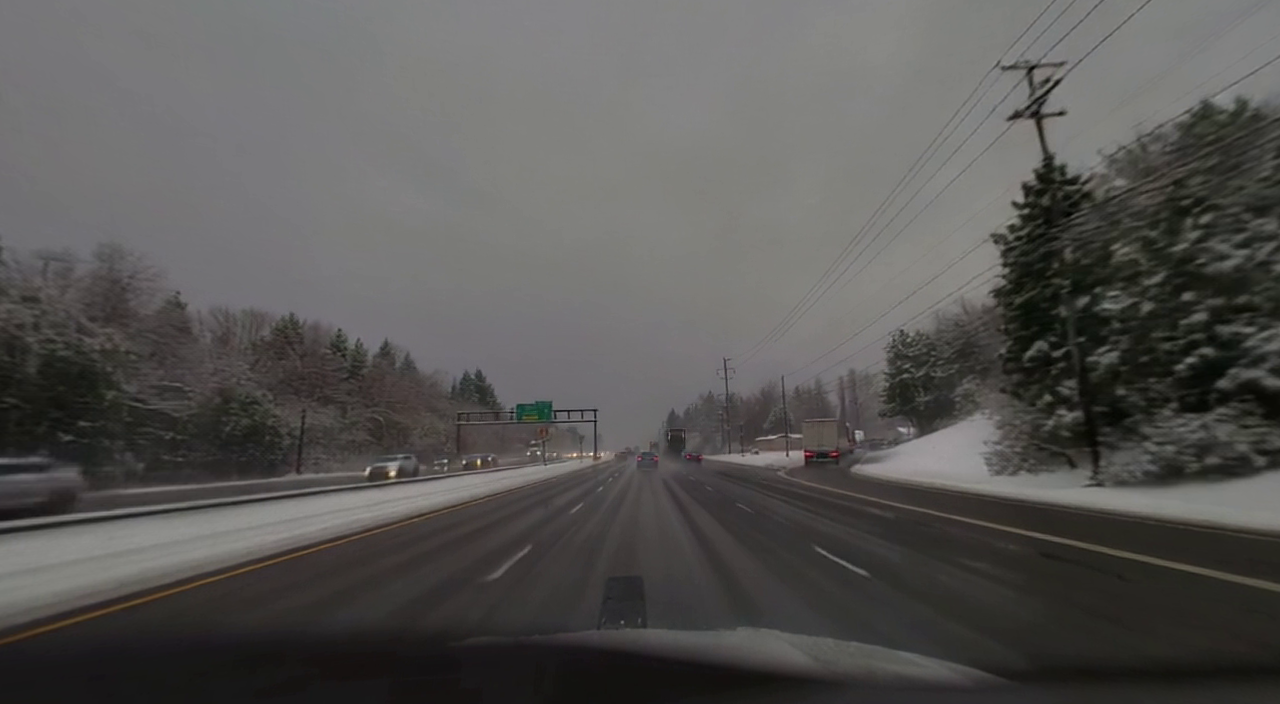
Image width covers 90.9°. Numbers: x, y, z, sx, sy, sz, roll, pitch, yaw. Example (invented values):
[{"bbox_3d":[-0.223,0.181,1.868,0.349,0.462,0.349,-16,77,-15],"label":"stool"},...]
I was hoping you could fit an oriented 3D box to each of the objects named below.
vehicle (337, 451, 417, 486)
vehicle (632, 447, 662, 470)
[{"bbox_3d":[-11.909,5.267,28.809,1.801,1.424,4.135,0,-9,1],"label":"vehicle"},{"bbox_3d":[0.488,7.738,45.883,2.111,1.599,3.859,0,-9,0],"label":"vehicle"}]
